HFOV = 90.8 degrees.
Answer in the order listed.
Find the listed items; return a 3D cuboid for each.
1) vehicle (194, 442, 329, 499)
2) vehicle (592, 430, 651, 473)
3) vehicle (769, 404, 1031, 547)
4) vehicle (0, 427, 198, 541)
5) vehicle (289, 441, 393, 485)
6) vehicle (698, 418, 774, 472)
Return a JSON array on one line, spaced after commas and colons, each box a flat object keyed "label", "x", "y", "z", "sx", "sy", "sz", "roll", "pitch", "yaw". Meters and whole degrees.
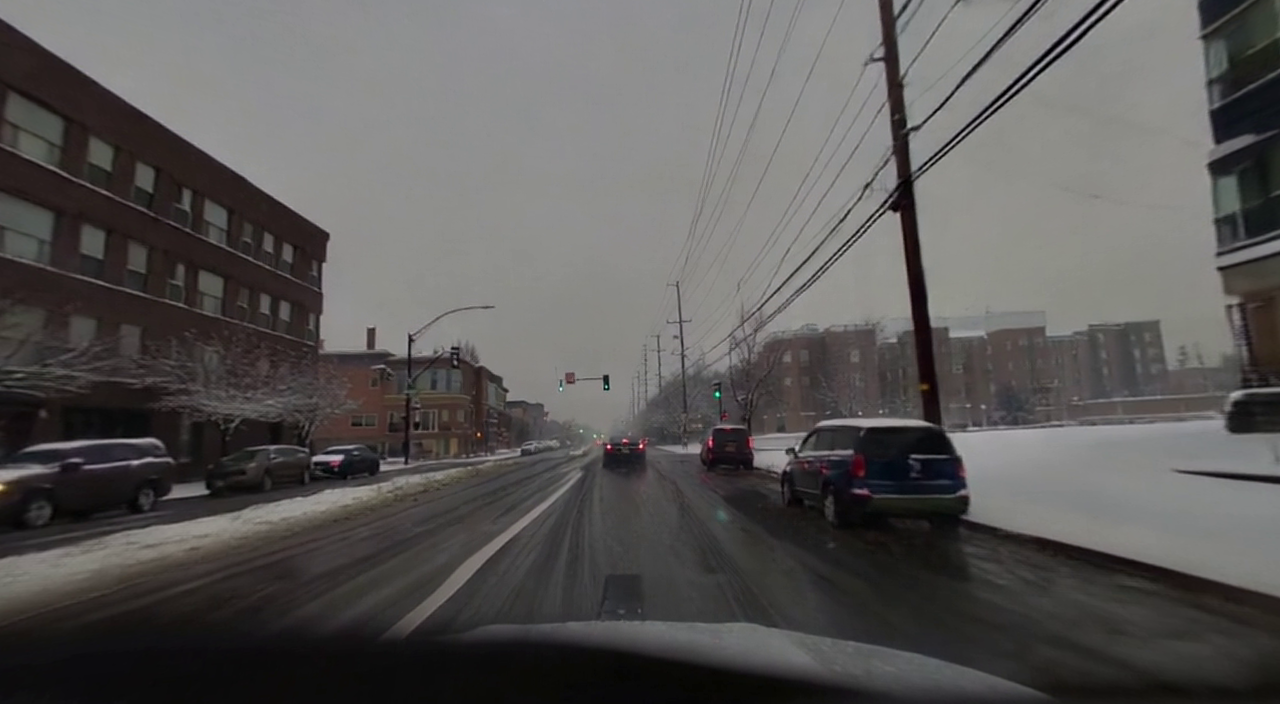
[{"label": "vehicle", "x": -12.012, "y": 3.739, "z": 20.401, "sx": 2.004, "sy": 1.526, "sz": 3.807, "roll": -2, "pitch": -7, "yaw": 0}, {"label": "vehicle", "x": -0.626, "y": 3.634, "z": 23.558, "sx": 2.019, "sy": 1.453, "sz": 4.129, "roll": 0, "pitch": -7, "yaw": 0}, {"label": "vehicle", "x": 3.703, "y": 1.820, "z": 10.142, "sx": 2.186, "sy": 1.764, "sz": 4.470, "roll": 0, "pitch": -7, "yaw": -2}, {"label": "vehicle", "x": -11.872, "y": 2.537, "z": 13.114, "sx": 1.997, "sy": 1.918, "sz": 4.736, "roll": 0, "pitch": -7, "yaw": -2}, {"label": "vehicle", "x": -11.990, "y": 4.431, "z": 25.718, "sx": 1.910, "sy": 1.498, "sz": 4.662, "roll": -2, "pitch": -7, "yaw": 1}, {"label": "vehicle", "x": 3.728, "y": 3.705, "z": 25.590, "sx": 2.248, "sy": 1.945, "sz": 5.011, "roll": 0, "pitch": -7, "yaw": -1}]
